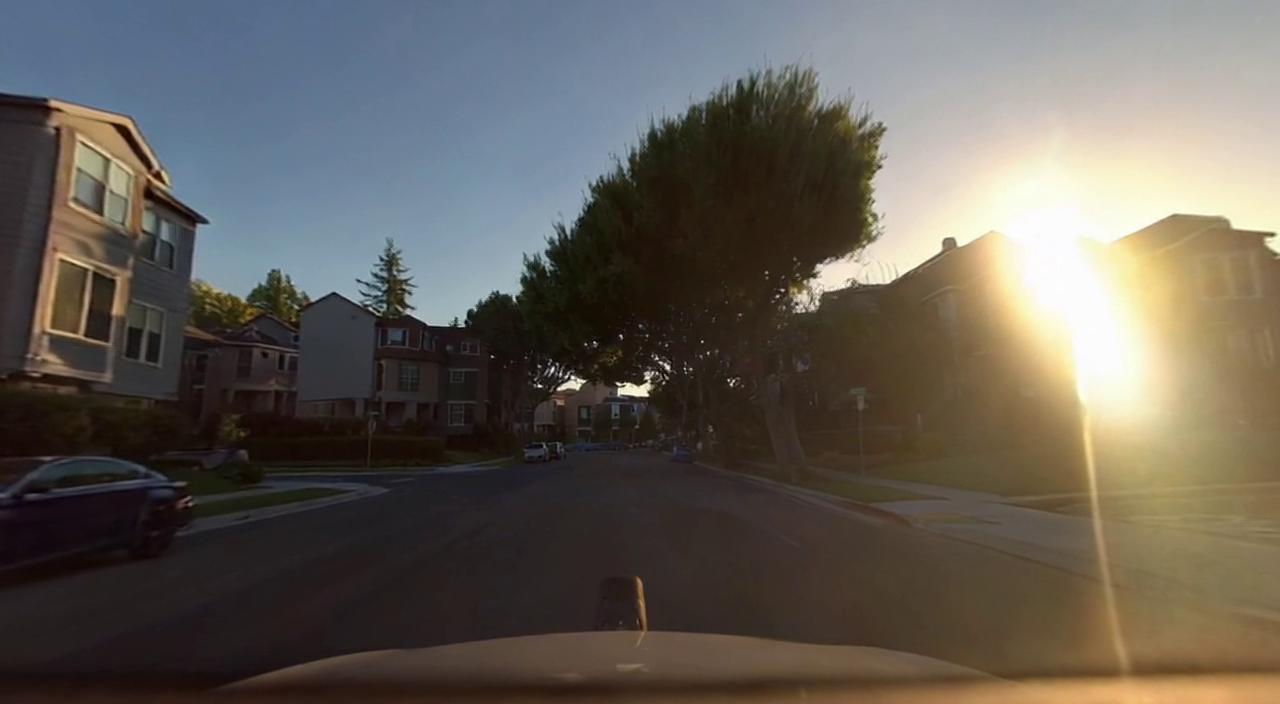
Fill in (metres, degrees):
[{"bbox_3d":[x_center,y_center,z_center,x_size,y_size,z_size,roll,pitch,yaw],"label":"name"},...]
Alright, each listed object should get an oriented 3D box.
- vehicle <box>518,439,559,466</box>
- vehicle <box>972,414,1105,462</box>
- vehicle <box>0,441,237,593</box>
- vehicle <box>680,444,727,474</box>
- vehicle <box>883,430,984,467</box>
[{"bbox_3d":[-7.838,7.841,49.234,2.230,2.025,4.977,0,-9,1],"label":"vehicle"},{"bbox_3d":[18.070,4.018,29.028,2.315,1.991,5.686,0,-9,-1],"label":"vehicle"},{"bbox_3d":[-7.210,1.831,7.299,1.912,1.466,4.754,-2,-9,0],"label":"vehicle"},{"bbox_3d":[3.356,5.763,34.180,1.956,1.468,4.698,1,-9,-2],"label":"vehicle"},{"bbox_3d":[13.122,4.386,28.538,2.068,1.522,4.810,1,-9,-2],"label":"vehicle"}]
